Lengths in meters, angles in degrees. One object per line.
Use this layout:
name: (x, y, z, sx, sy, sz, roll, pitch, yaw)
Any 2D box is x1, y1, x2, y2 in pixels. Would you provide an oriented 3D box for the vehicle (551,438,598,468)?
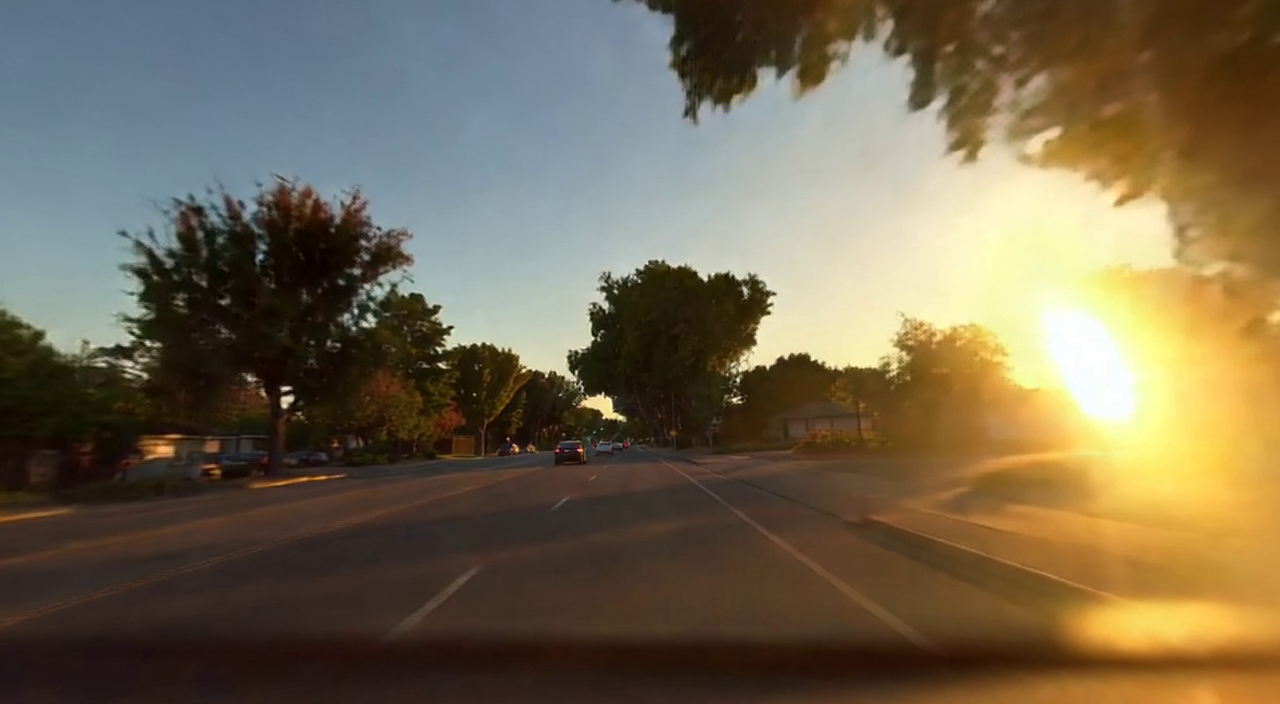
vehicle: (-3.453, 5.425, 34.114, 2.030, 1.467, 4.251, 0, -8, 0)

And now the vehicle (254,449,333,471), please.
vehicle: (-24.020, 7.458, 43.919, 4.235, 1.456, 2.171, 0, -8, 1)

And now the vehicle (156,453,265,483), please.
vehicle: (-22.252, 5.986, 32.845, 4.252, 1.458, 1.915, 0, -8, 1)
